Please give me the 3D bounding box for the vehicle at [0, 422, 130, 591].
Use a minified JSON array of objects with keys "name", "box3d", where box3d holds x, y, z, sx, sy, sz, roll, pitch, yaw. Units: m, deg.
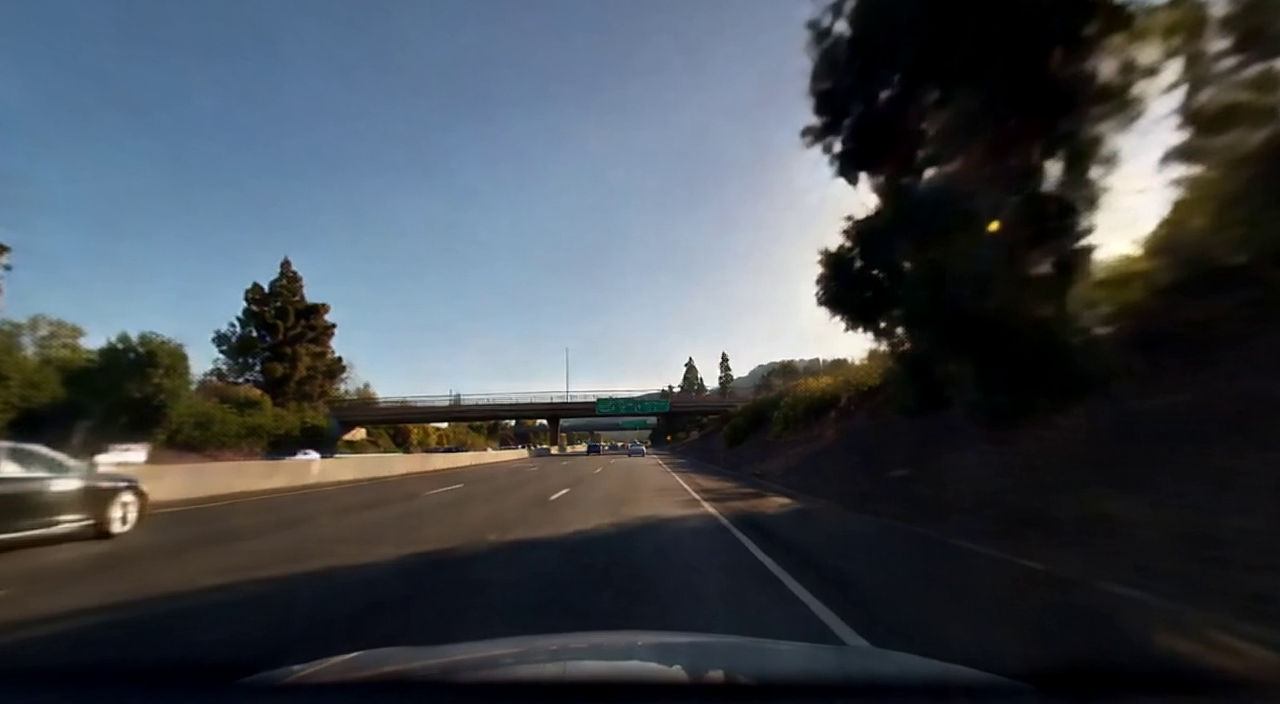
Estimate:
[{"name":"vehicle","box3d":[-6.905,1.279,4.825,1.916,1.545,4.757,0,-8,1]}]
